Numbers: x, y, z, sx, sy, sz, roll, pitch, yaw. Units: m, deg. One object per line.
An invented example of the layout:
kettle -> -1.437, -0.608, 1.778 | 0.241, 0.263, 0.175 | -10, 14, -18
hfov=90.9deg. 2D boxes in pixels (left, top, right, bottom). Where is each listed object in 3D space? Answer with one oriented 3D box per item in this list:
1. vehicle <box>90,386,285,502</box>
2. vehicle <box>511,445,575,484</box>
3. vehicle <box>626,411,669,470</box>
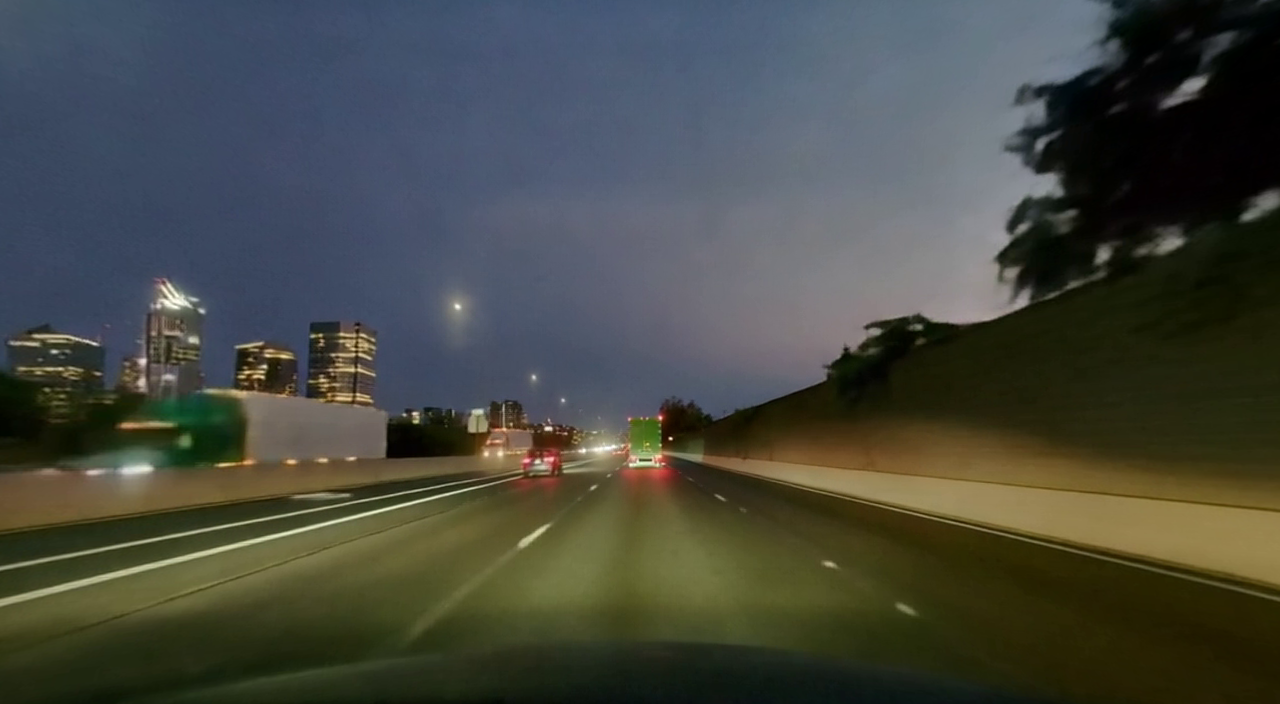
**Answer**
vehicle -> -17.021, 3.556, 24.378 | 2.987, 3.918, 5.823 | 0, -9, 0
vehicle -> -4.077, 4.787, 27.248 | 1.974, 1.531, 4.429 | 0, -9, 1
vehicle -> 0.581, 6.940, 48.955 | 2.980, 4.051, 10.359 | 0, -9, 1
